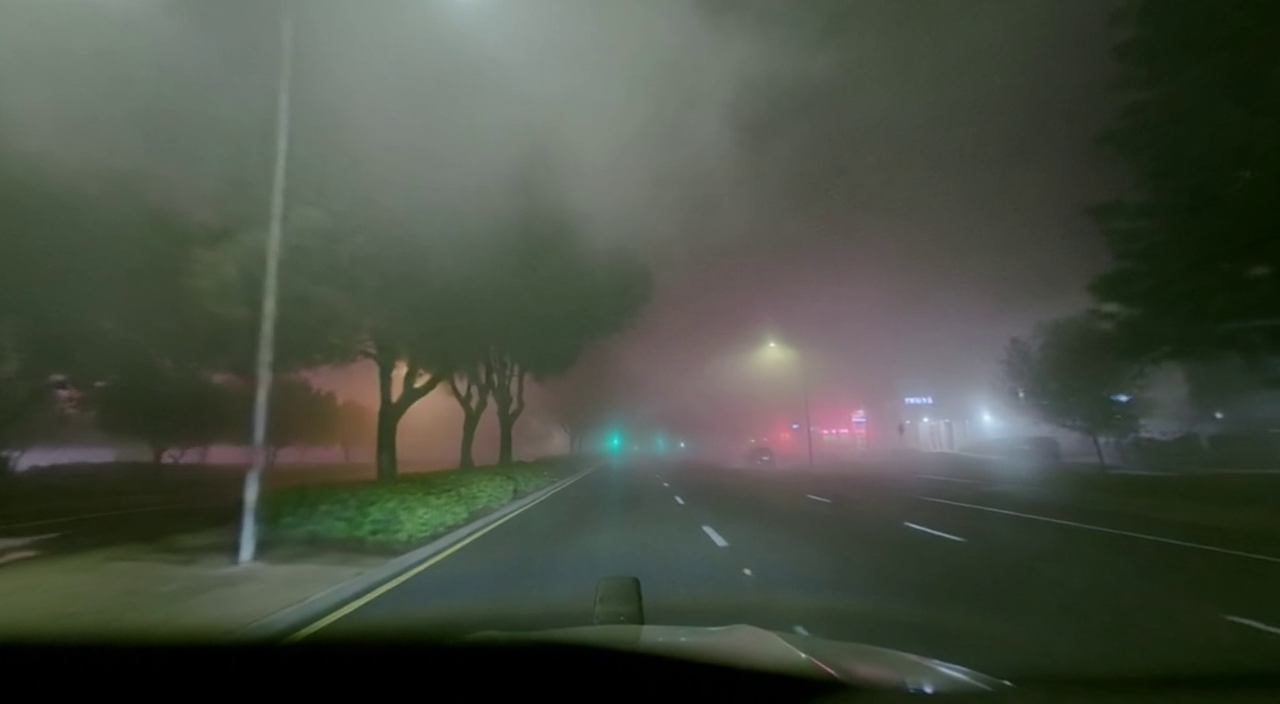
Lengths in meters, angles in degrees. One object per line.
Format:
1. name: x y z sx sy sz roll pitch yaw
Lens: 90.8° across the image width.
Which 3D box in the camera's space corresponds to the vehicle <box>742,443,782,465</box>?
1. vehicle: 9.313 7.863 48.589 1.981 1.557 4.456 0 -9 -3
